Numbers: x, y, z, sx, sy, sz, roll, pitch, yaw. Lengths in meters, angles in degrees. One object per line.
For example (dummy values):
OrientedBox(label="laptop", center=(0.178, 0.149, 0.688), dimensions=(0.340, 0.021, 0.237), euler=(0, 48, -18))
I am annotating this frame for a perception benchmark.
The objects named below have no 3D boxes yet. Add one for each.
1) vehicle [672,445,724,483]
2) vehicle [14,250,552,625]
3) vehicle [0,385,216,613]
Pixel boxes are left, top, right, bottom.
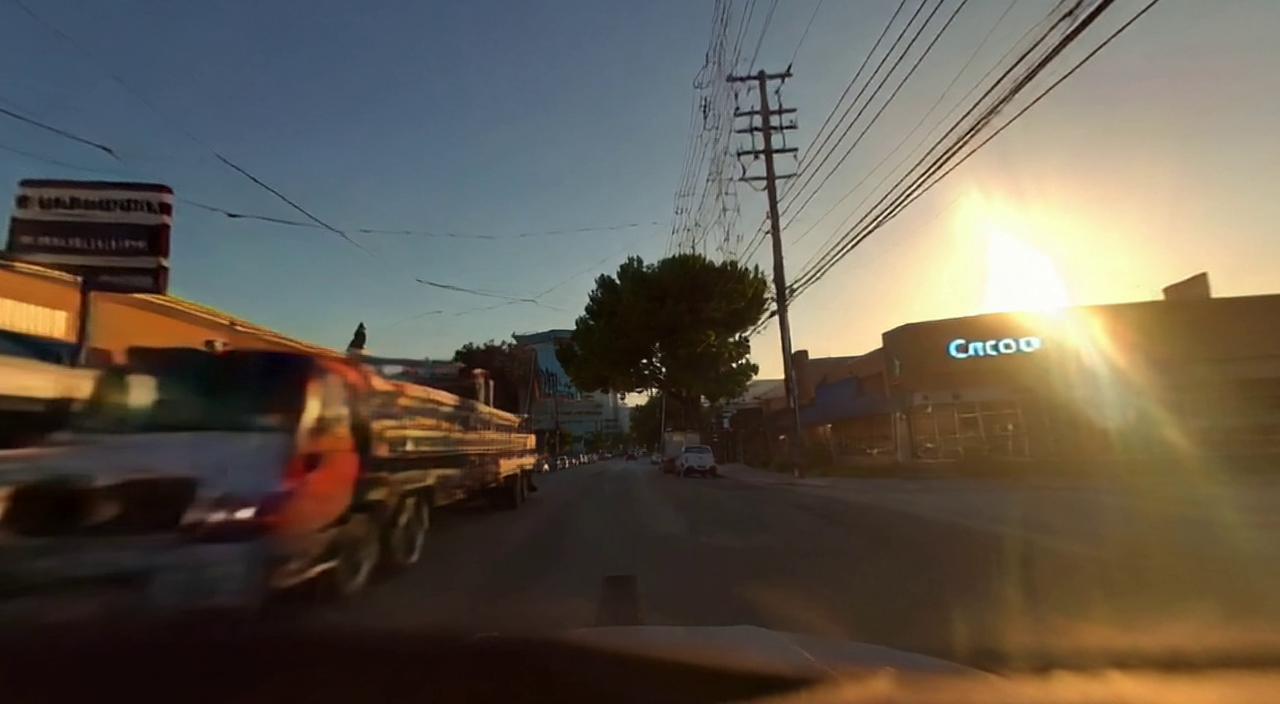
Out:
OrientedBox(label="vehicle", center=(2.929, 5.797, 33.020), dimensions=(2.097, 1.784, 4.915), euler=(0, -9, -2))
OrientedBox(label="vehicle", center=(-3.912, 1.598, 11.634), dimensions=(2.994, 3.308, 12.131), euler=(0, -9, -1))
OrientedBox(label="vehicle", center=(-8.054, 1.469, 6.139), dimensions=(2.737, 2.345, 7.210), euler=(0, -9, 1))
